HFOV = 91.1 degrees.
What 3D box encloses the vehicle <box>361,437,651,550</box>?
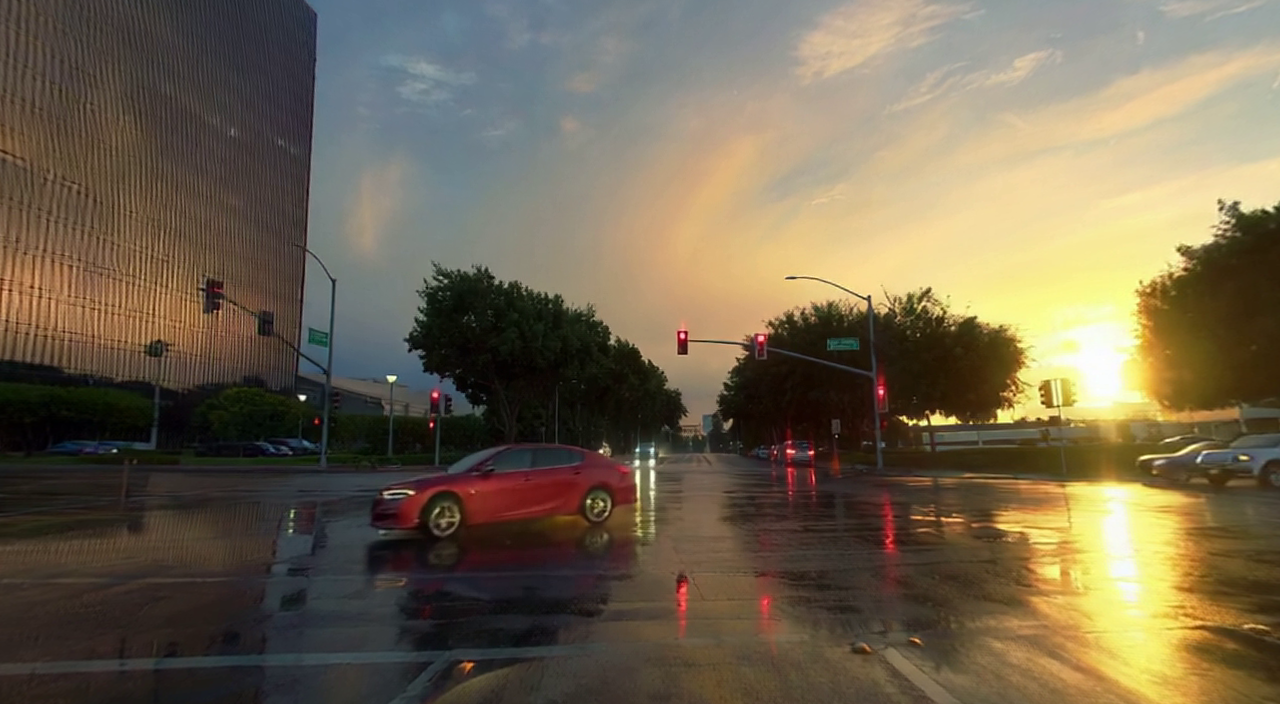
[{"bbox_3d":[-2.014,2.273,10.931,1.924,1.491,4.802,-7,-11,37],"label":"vehicle"}]
